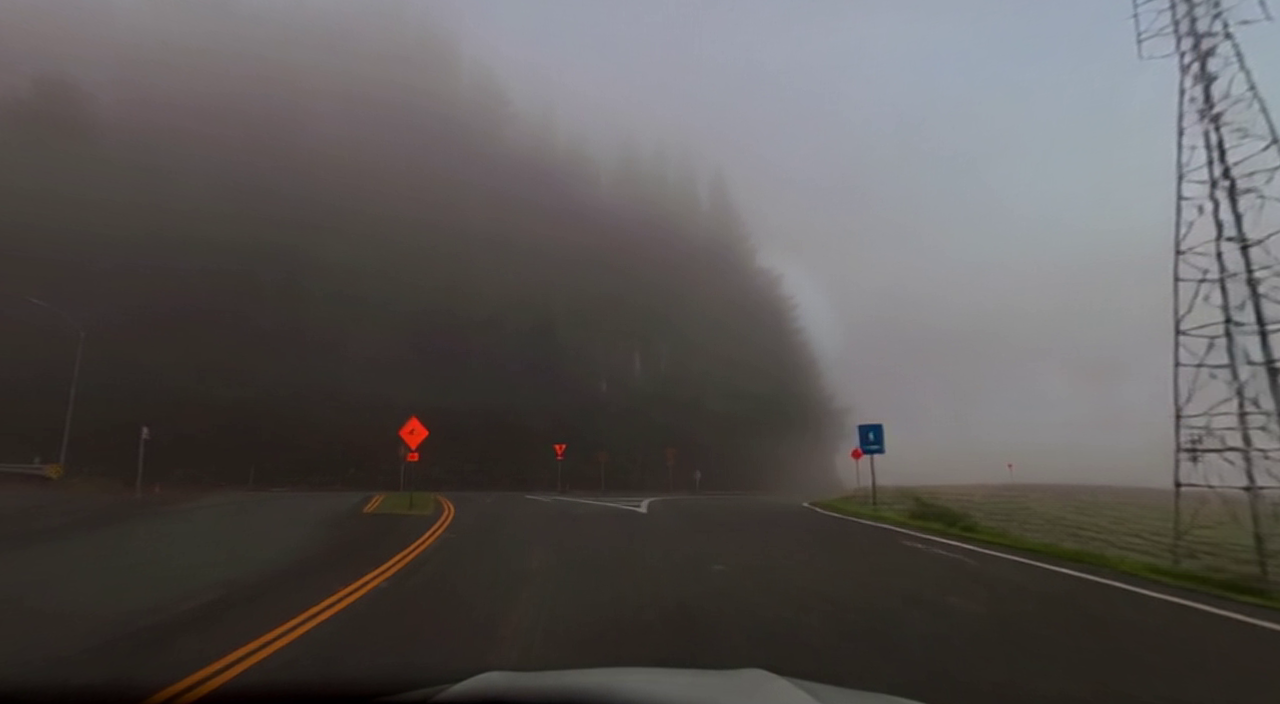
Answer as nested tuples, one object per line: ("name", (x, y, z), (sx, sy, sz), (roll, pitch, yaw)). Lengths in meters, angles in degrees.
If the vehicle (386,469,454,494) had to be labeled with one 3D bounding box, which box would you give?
("vehicle", (-15.034, 8.855, 43.268), (1.889, 1.583, 3.992), (-6, -13, 32))
